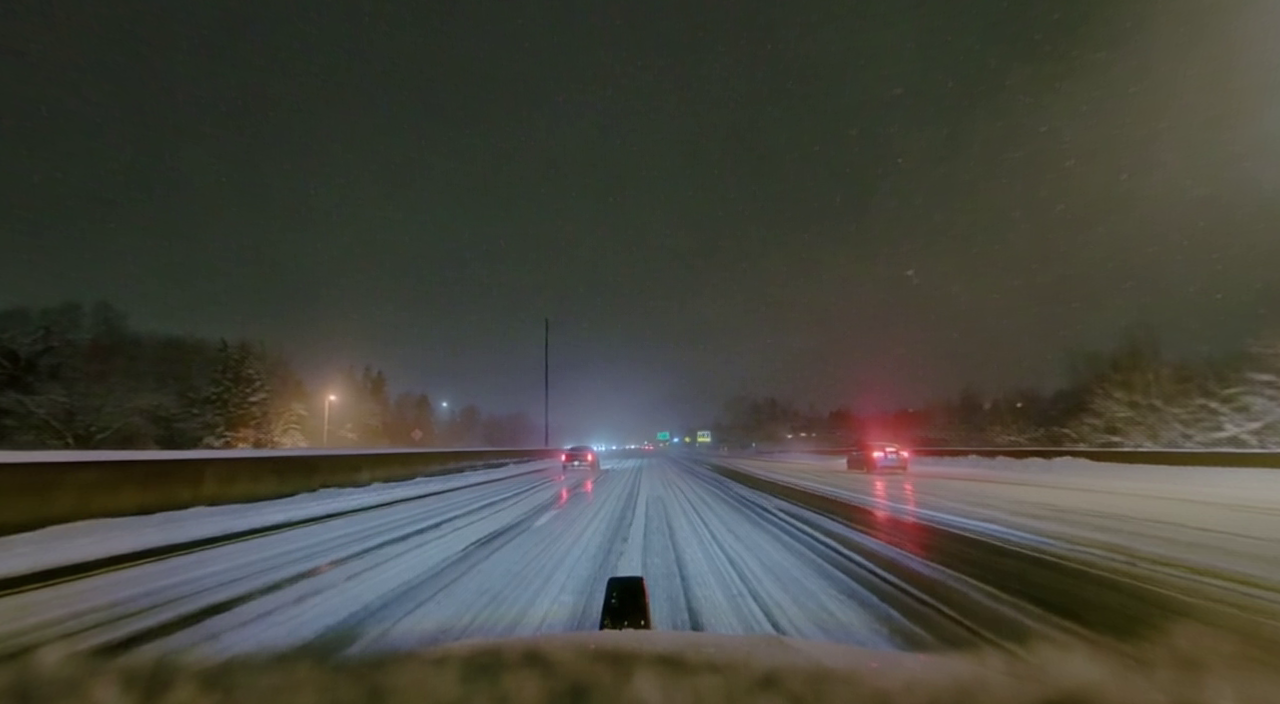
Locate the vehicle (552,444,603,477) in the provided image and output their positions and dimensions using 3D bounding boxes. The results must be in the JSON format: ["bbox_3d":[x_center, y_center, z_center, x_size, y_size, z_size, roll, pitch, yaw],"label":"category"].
[{"bbox_3d":[-3.015,5.306,31.079,1.968,1.504,3.892,0,-8,2],"label":"vehicle"}]
